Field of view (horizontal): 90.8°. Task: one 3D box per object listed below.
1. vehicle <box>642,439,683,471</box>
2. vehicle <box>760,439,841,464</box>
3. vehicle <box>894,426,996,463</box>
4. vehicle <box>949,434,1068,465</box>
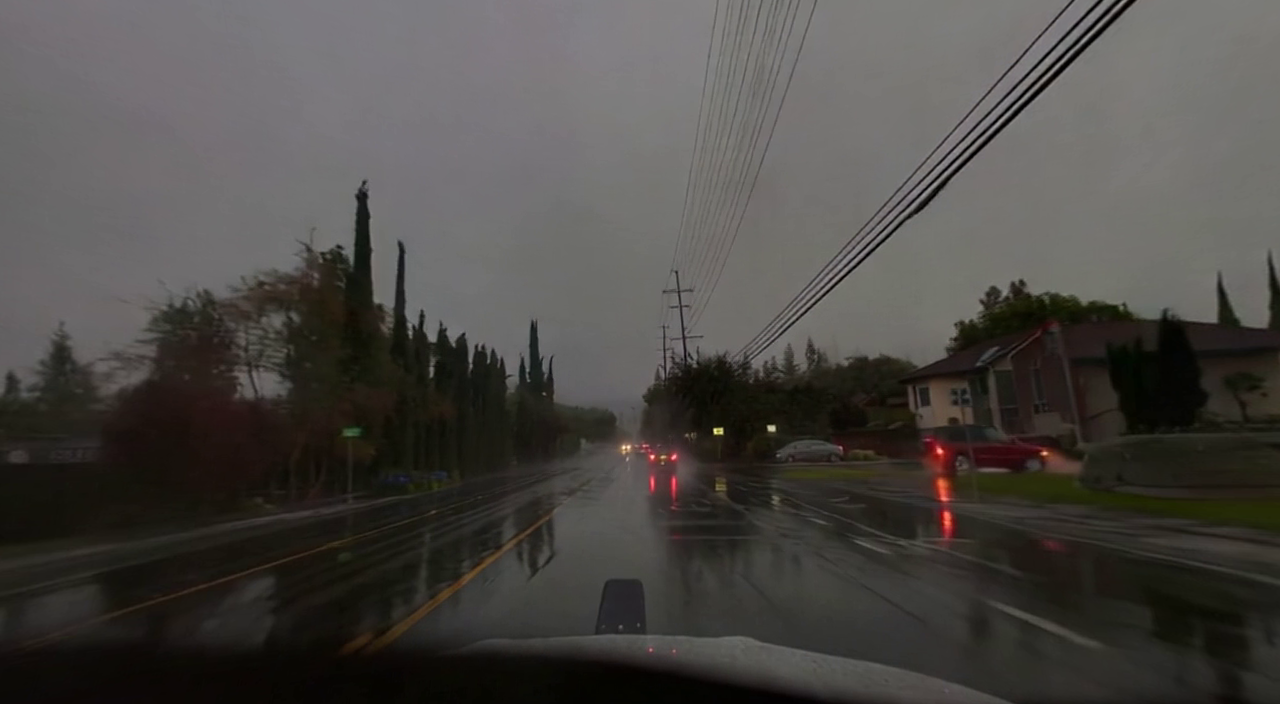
[{"bbox_3d":[1.080,5.191,31.997,1.975,1.497,3.647,0,-9,0],"label":"vehicle"},{"bbox_3d":[9.910,6.184,39.273,4.511,1.473,1.962,1,-8,-2],"label":"vehicle"},{"bbox_3d":[17.382,5.282,36.173,4.635,2.026,2.258,0,-9,-4],"label":"vehicle"},{"bbox_3d":[19.276,5.109,33.238,4.869,1.477,2.076,-1,-9,2],"label":"vehicle"}]
